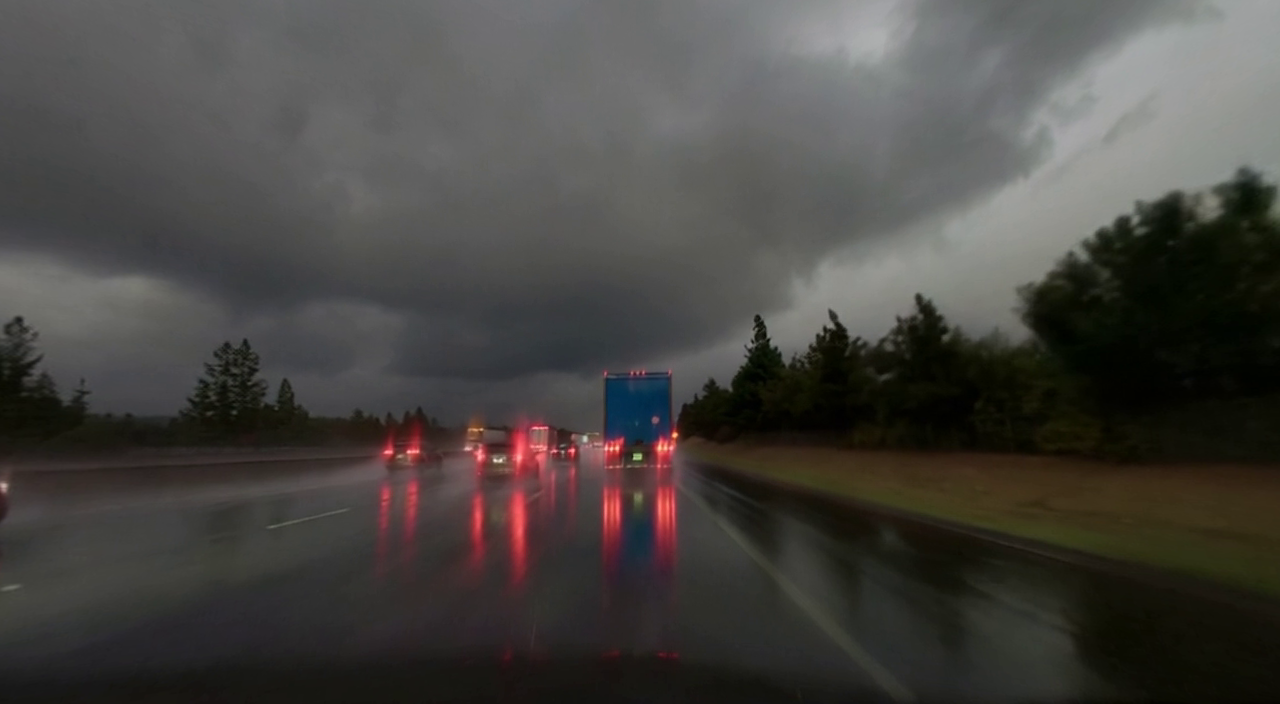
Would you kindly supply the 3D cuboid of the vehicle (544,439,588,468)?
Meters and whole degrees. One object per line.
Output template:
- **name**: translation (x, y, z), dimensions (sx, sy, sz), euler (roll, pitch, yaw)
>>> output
- **vehicle**: translation (-4.445, 6.157, 38.394), dimensions (2.158, 1.680, 4.087), euler (0, -8, 0)

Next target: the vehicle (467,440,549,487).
- **vehicle**: translation (-4.754, 4.058, 23.277), dimensions (2.164, 1.582, 3.979), euler (0, -8, 0)

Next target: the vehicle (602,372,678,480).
- **vehicle**: translation (-0.234, 3.593, 29.591), dimensions (2.913, 4.113, 10.724), euler (0, -8, -2)

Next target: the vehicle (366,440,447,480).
- **vehicle**: translation (-10.124, 4.683, 27.644), dimensions (1.952, 1.590, 4.090), euler (0, -8, 1)
